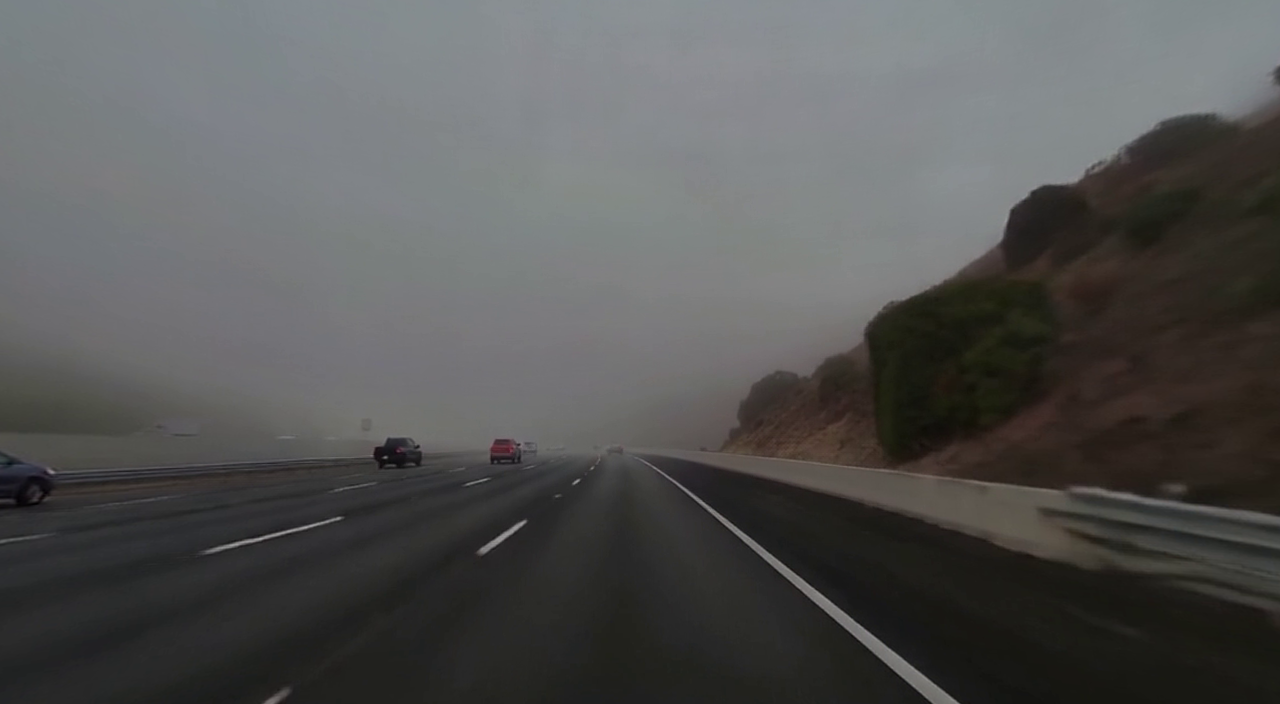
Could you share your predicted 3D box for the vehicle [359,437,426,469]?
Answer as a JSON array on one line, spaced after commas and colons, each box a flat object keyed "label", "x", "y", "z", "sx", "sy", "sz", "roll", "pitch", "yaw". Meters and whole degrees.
[{"label": "vehicle", "x": -15.852, "y": 6.500, "z": 40.820, "sx": 2.240, "sy": 1.953, "sz": 5.452, "roll": 0, "pitch": -9, "yaw": -2}]

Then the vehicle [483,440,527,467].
[{"label": "vehicle", "x": -9.056, "y": 6.815, "z": 42.587, "sx": 2.104, "sy": 1.715, "sz": 4.319, "roll": 0, "pitch": -9, "yaw": -2}]
